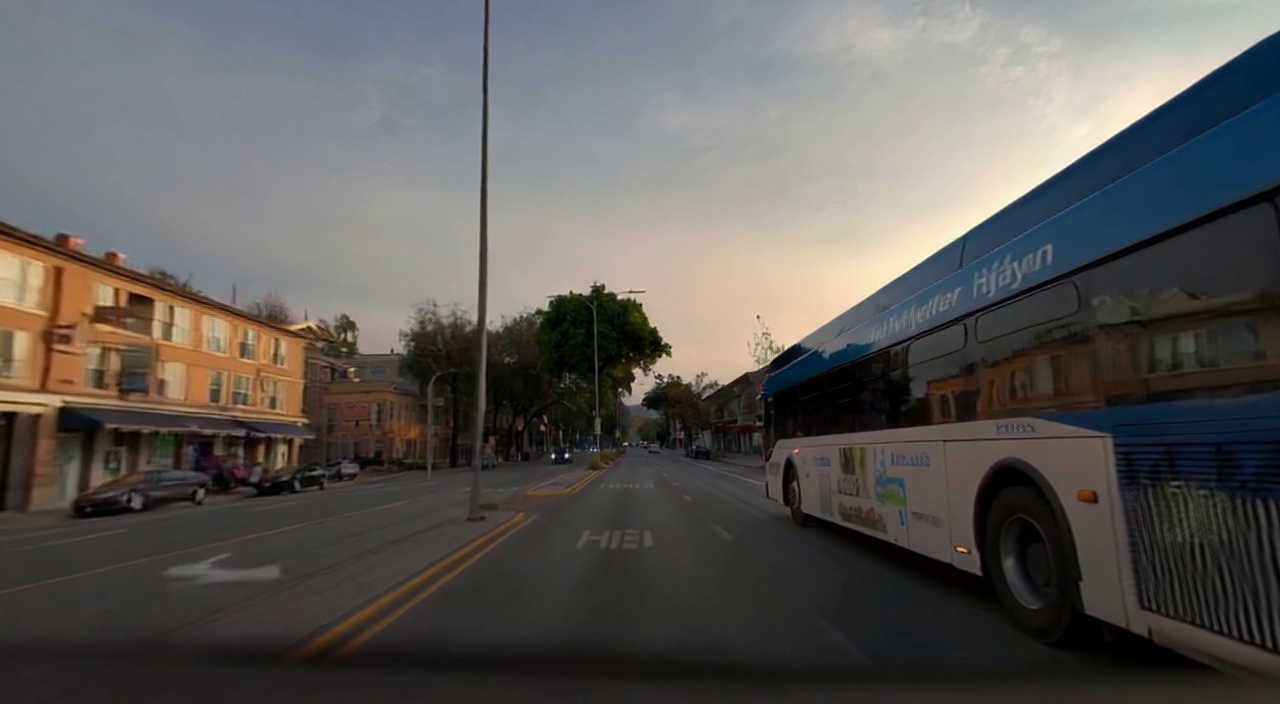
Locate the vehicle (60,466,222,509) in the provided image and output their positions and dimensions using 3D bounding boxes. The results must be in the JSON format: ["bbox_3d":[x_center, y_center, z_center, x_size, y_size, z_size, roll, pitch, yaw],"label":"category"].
[{"bbox_3d":[-19.062,5.180,24.308,4.522,1.469,1.840,1,-9,-3],"label":"vehicle"}]

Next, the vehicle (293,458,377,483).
[{"bbox_3d":[-19.642,7.639,40.820,4.409,1.508,1.803,1,-9,-3],"label":"vehicle"}]

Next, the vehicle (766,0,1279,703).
[{"bbox_3d":[4.164,0.471,5.554,3.194,3.345,12.428,0,-8,-2],"label":"vehicle"}]

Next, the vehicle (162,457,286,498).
[{"bbox_3d":[-19.363,5.820,29.545,4.325,1.777,1.948,0,-9,-1],"label":"vehicle"}]
